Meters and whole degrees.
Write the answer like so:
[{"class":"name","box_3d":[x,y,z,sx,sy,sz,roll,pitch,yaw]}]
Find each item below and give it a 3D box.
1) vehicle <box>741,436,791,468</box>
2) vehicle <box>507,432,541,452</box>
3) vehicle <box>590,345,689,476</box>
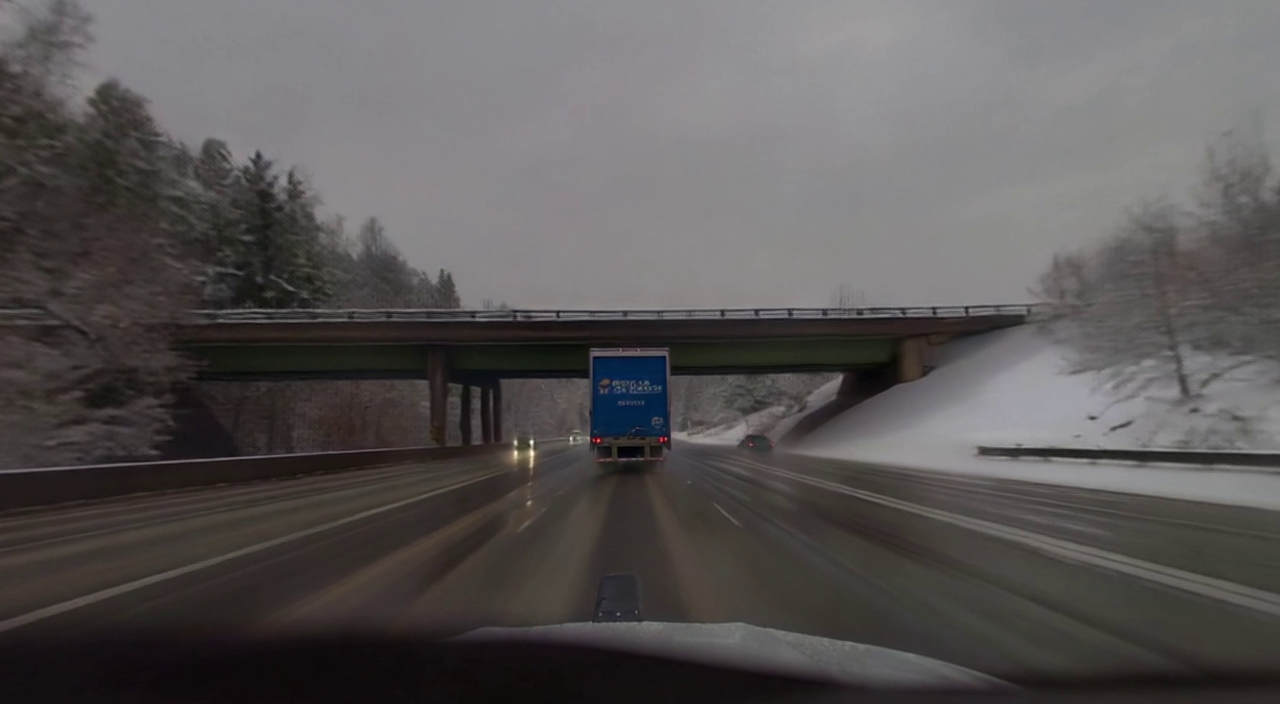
[{"class":"vehicle","box_3d":[7.447,5.922,37.599,2.050,1.637,4.397,3,-7,0]},{"class":"vehicle","box_3d":[-9.114,7.069,49.630,1.955,1.453,3.855,0,-8,0]},{"class":"vehicle","box_3d":[-0.247,2.369,23.667,2.895,3.861,10.213,0,-8,-3]}]
